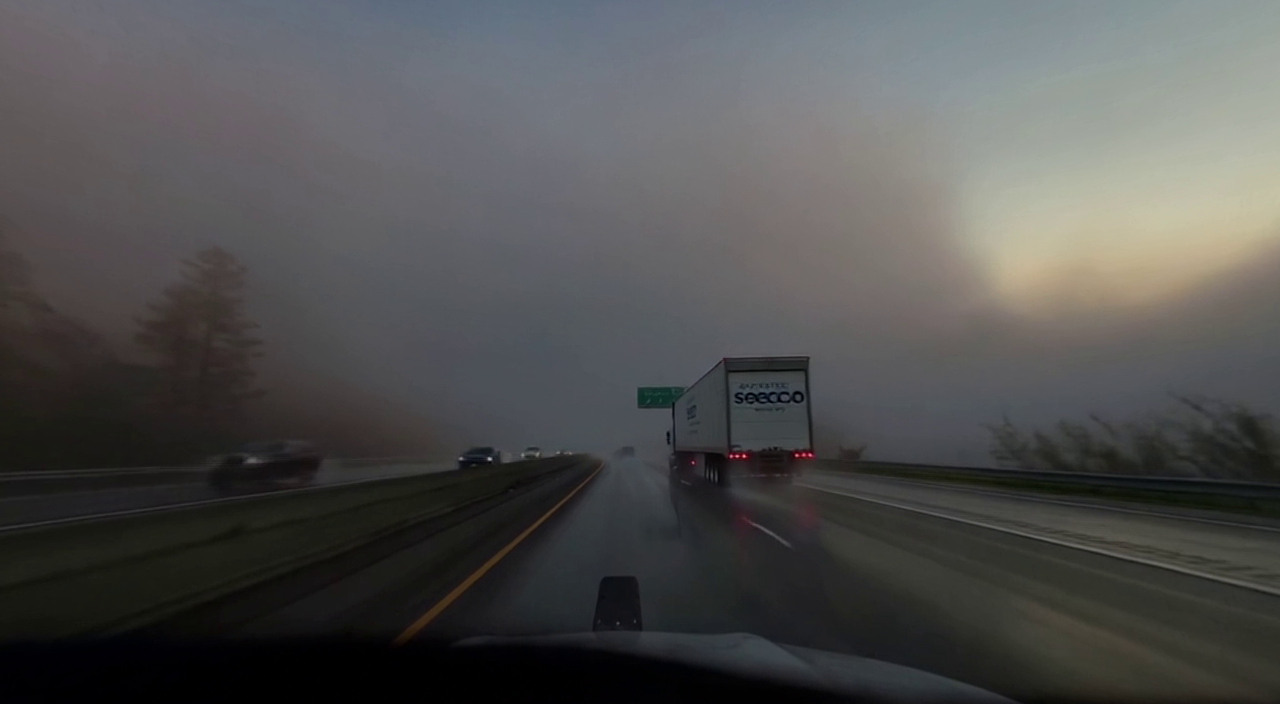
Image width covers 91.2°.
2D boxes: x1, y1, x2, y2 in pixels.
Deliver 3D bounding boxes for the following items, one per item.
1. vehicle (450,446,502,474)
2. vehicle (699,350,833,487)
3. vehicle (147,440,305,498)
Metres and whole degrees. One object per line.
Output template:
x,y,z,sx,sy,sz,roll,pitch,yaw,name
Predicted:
-9.512,6.273,36.620,1.956,1.538,4.361,0,-9,-1,vehicle
3.997,2.517,22.270,2.892,3.928,8.380,0,-9,-1,vehicle
-13.314,3.764,20.618,1.981,1.654,4.727,0,-9,0,vehicle
